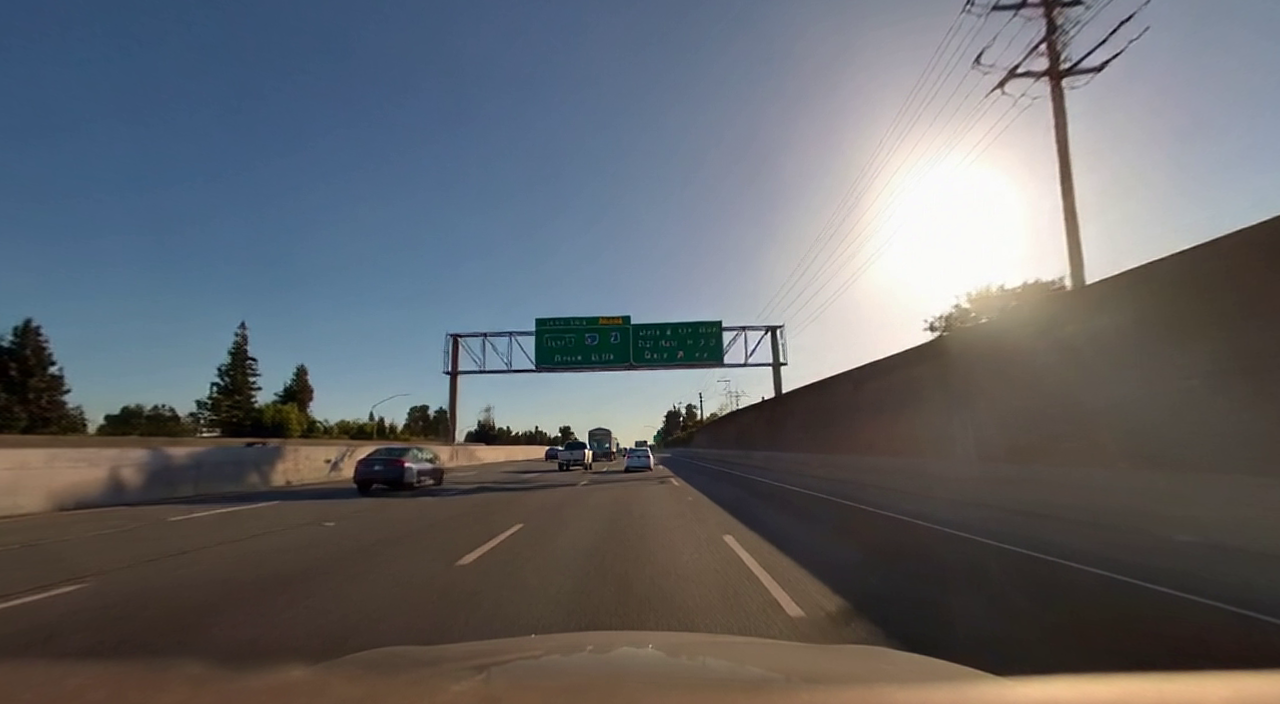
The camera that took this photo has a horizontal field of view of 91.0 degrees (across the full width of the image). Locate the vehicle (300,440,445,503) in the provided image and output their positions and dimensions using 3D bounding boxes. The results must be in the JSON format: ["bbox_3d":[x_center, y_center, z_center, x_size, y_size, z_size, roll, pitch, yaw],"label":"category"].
[{"bbox_3d":[-7.268,3.285,17.749,2.025,1.510,4.582,0,-9,1],"label":"vehicle"}]

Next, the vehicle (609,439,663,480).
[{"bbox_3d":[-0.148,4.638,27.361,2.178,1.640,4.071,0,-9,0],"label":"vehicle"}]

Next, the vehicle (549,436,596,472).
[{"bbox_3d":[-3.735,5.746,35.603,2.109,1.840,4.614,0,-9,1],"label":"vehicle"}]
